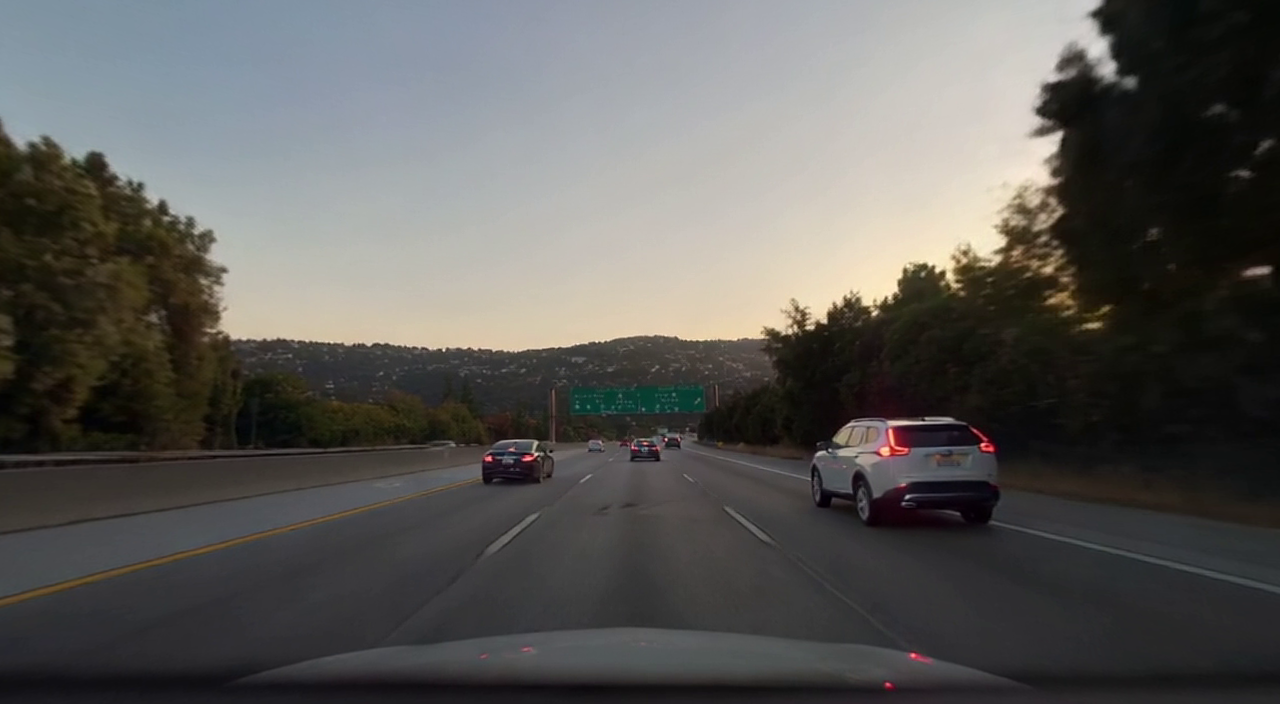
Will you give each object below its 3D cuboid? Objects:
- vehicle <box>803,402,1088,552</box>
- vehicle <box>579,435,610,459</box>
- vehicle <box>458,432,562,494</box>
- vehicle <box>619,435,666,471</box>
[{"bbox_3d":[4.105,1.753,9.473,2.025,1.707,4.279,0,-8,-2],"label":"vehicle"},{"bbox_3d":[-3.413,7.265,48.172,2.044,1.682,4.201,-1,-8,1],"label":"vehicle"},{"bbox_3d":[-3.611,3.168,18.399,2.066,1.561,4.495,-1,-8,0],"label":"vehicle"},{"bbox_3d":[0.095,4.735,29.692,2.049,1.542,3.816,0,-8,0],"label":"vehicle"}]
